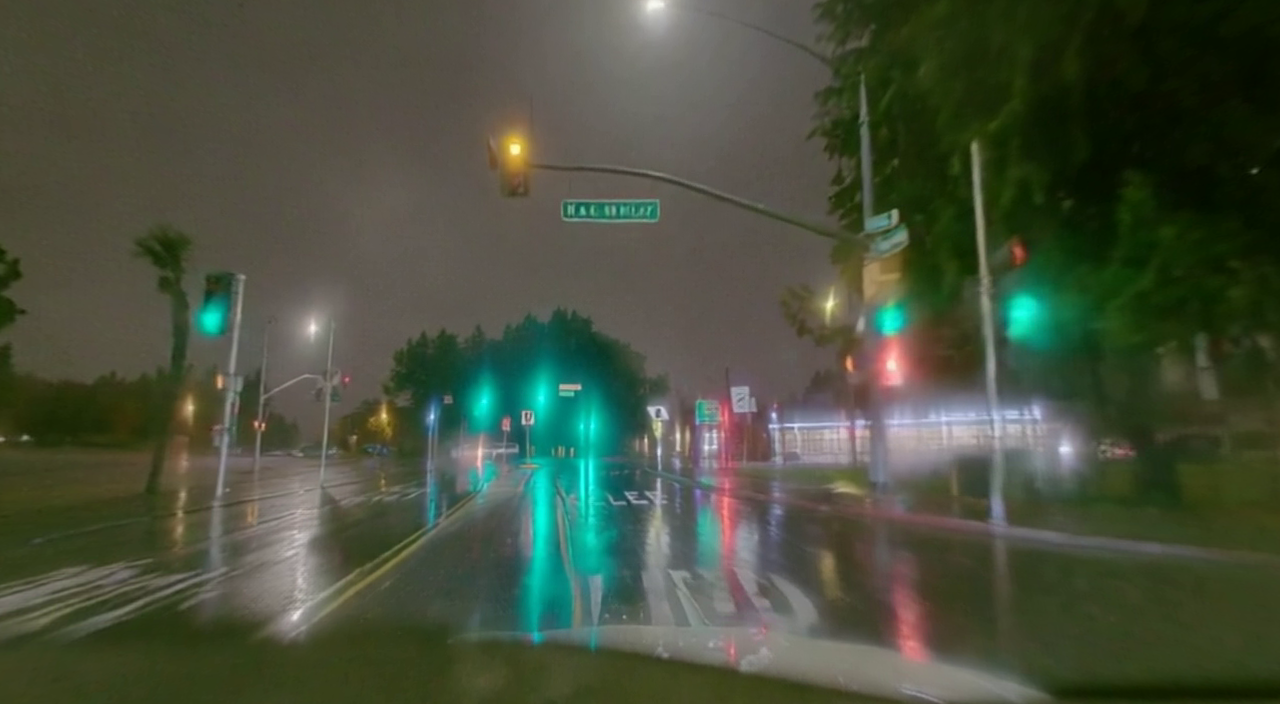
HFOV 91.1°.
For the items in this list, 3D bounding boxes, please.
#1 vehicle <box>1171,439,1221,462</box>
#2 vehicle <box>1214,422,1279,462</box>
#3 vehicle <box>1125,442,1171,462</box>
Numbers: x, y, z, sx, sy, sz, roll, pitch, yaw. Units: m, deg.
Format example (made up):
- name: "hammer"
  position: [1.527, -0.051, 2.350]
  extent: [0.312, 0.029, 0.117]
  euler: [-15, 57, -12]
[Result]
- name: "vehicle"
  position: [42.641, 7.526, 48.195]
  extent: [1.870, 1.458, 3.667]
  euler: [-4, -6, 26]
- name: "vehicle"
  position: [45.585, 6.635, 46.701]
  extent: [2.420, 2.792, 6.047]
  euler: [-4, -8, 26]
- name: "vehicle"
  position: [39.595, 7.752, 49.010]
  extent: [1.926, 1.441, 3.860]
  euler: [-3, -8, 26]
